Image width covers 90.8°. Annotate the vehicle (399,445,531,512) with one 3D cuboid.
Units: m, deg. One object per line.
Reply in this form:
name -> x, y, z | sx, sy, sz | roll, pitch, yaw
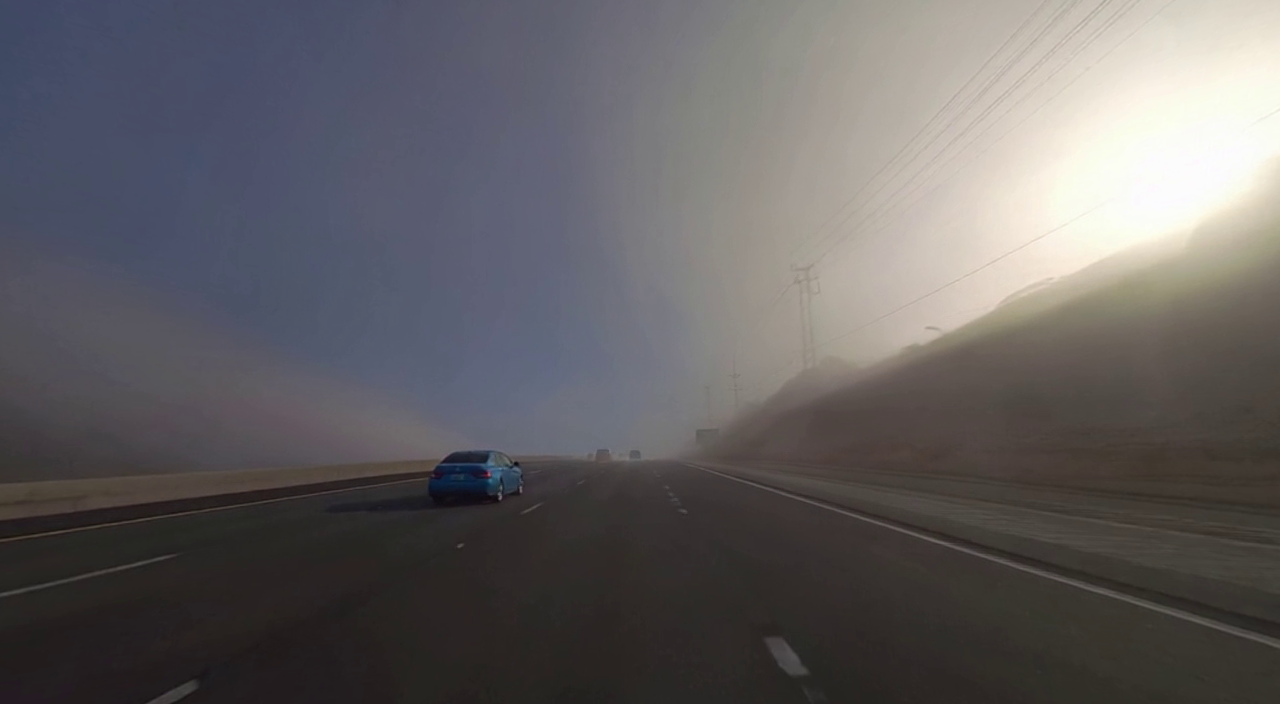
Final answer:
vehicle -> -4.380, 3.250, 16.796 | 2.064, 1.489, 4.966 | 0, -9, 0
